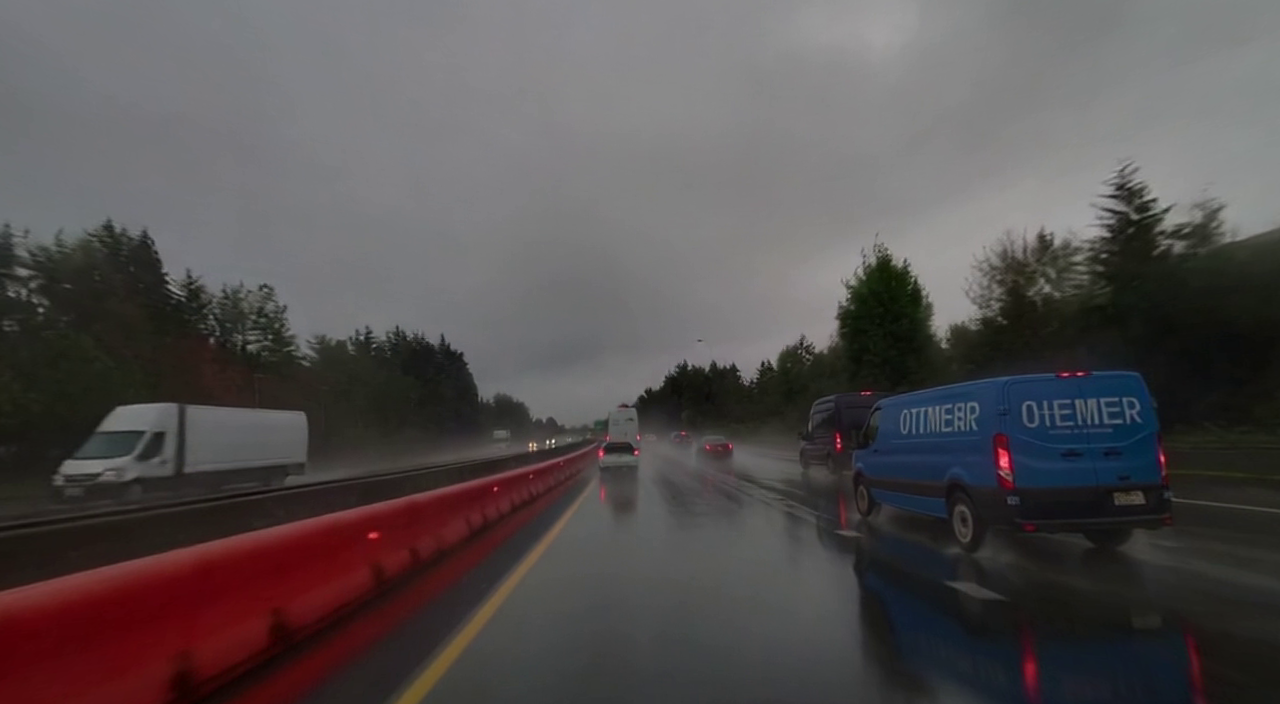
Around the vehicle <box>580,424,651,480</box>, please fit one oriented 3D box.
[{"bbox_3d":[-0.769,3.240,20.558,2.100,1.636,3.620,0,-8,-1],"label":"vehicle"}]

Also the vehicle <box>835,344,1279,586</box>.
[{"bbox_3d":[4.466,1.279,7.871,2.223,2.008,5.121,0,-8,-2],"label":"vehicle"}]

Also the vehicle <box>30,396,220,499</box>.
[{"bbox_3d":[-21.679,4.054,27.055,2.977,3.918,5.877,0,-8,0],"label":"vehicle"}]
